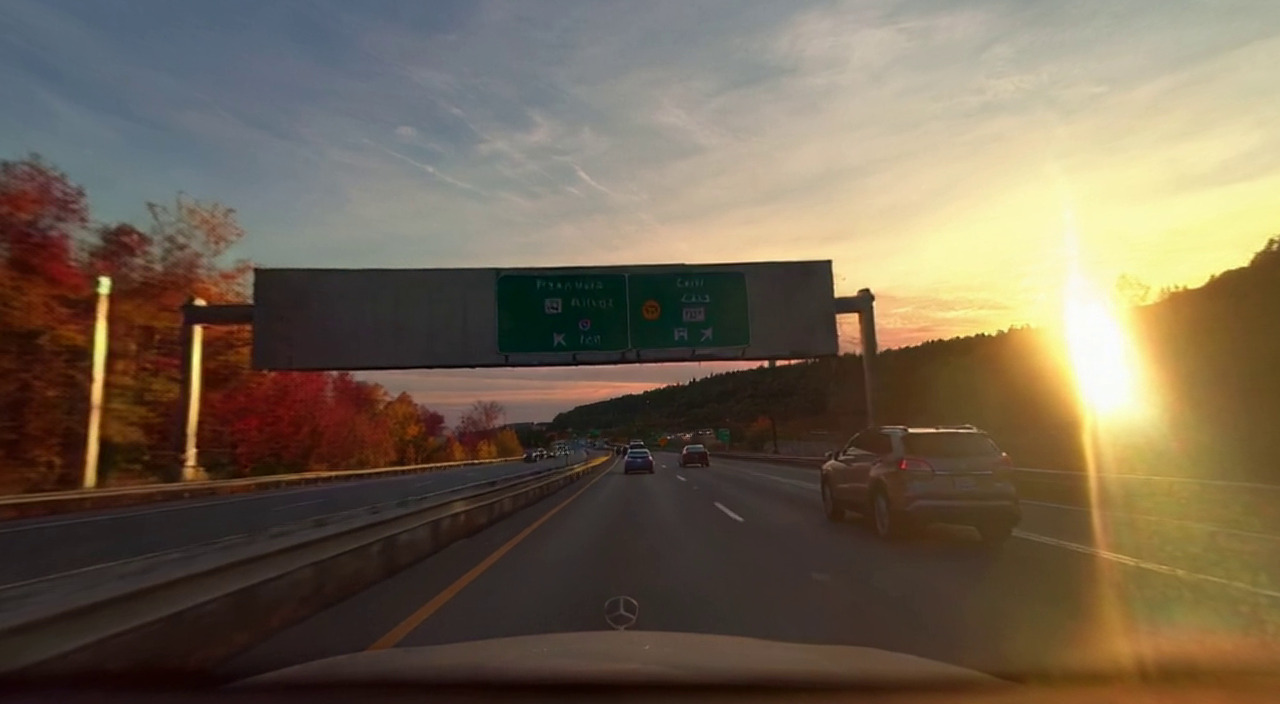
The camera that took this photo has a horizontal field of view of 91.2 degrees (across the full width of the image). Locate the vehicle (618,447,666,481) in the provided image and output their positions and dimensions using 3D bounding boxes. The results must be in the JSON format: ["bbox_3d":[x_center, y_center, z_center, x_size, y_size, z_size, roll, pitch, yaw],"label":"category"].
[{"bbox_3d":[0.049,5.013,28.276,2.037,1.418,3.793,0,-9,-1],"label":"vehicle"}]

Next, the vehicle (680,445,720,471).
[{"bbox_3d":[3.635,6.531,38.747,1.959,1.528,4.207,0,-9,-1],"label":"vehicle"}]

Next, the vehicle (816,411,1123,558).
[{"bbox_3d":[4.516,1.907,9.647,2.250,1.718,4.358,0,-9,-1],"label":"vehicle"}]
